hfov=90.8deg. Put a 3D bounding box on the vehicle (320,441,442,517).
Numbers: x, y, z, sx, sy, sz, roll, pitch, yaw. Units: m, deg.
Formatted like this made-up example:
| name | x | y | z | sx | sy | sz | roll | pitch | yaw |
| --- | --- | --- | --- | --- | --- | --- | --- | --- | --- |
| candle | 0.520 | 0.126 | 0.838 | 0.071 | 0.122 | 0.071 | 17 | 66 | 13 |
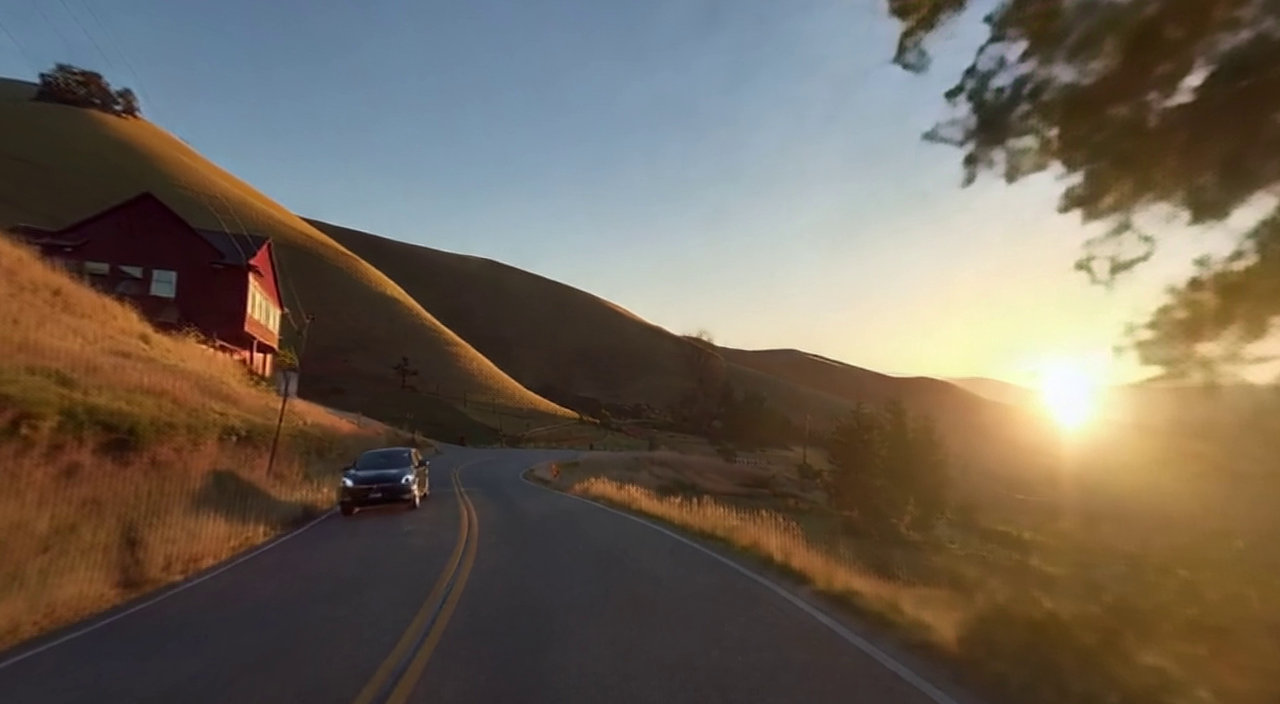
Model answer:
| name | x | y | z | sx | sy | sz | roll | pitch | yaw |
| --- | --- | --- | --- | --- | --- | --- | --- | --- | --- |
| vehicle | -5.895 | 2.879 | 14.917 | 2.063 | 1.485 | 3.997 | 2 | -9 | -14 |
